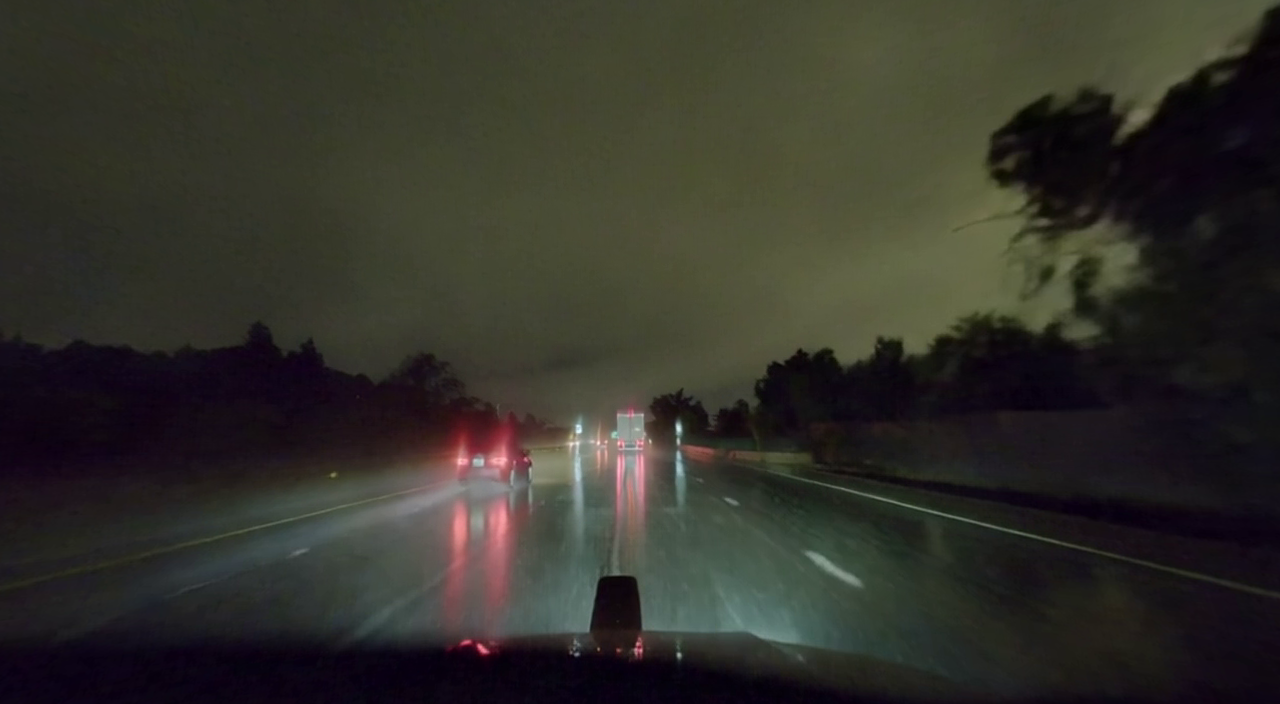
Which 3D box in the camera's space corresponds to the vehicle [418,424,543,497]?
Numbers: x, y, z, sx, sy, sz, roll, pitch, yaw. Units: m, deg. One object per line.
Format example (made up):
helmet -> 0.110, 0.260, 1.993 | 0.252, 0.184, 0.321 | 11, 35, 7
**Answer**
vehicle -> -4.027, 2.819, 16.861 | 2.123, 1.655, 4.688 | 0, -8, 0
